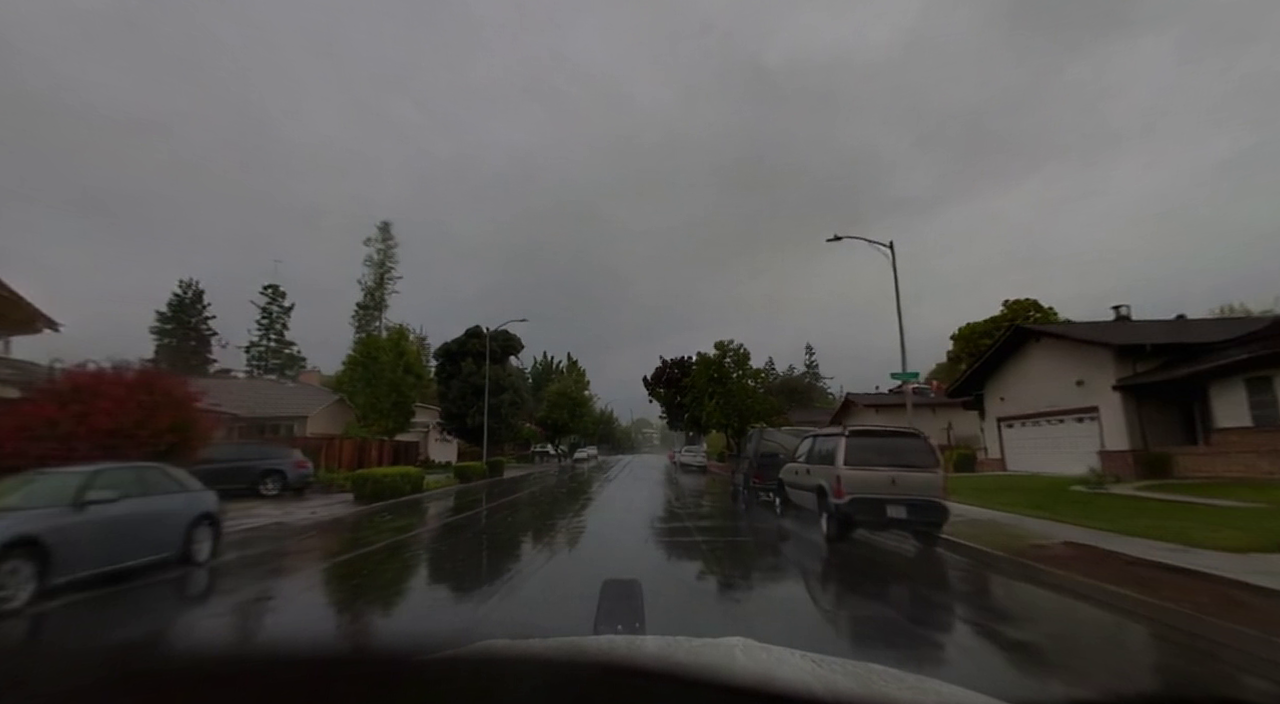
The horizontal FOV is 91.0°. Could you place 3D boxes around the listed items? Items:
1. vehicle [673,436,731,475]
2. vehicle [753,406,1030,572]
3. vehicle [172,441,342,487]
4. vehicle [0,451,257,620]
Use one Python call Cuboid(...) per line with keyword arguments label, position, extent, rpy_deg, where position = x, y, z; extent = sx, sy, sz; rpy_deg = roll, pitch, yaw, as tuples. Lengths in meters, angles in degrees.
Cuboid(label="vehicle", position=(3.744, 6.472, 39.570), extent=(2.952, 2.216, 7.033), rpy_deg=(0, -8, 0))
Cuboid(label="vehicle", position=(3.290, 1.922, 9.671), extent=(2.262, 1.870, 4.948), rpy_deg=(0, -9, 1))
Cuboid(label="vehicle", position=(-13.545, 3.964, 22.493), extent=(4.700, 1.549, 2.000), rpy_deg=(0, -9, 0))
Cuboid(label="vehicle", position=(-6.716, 1.891, 6.941), extent=(2.071, 1.481, 4.425), rpy_deg=(0, -11, 2))
